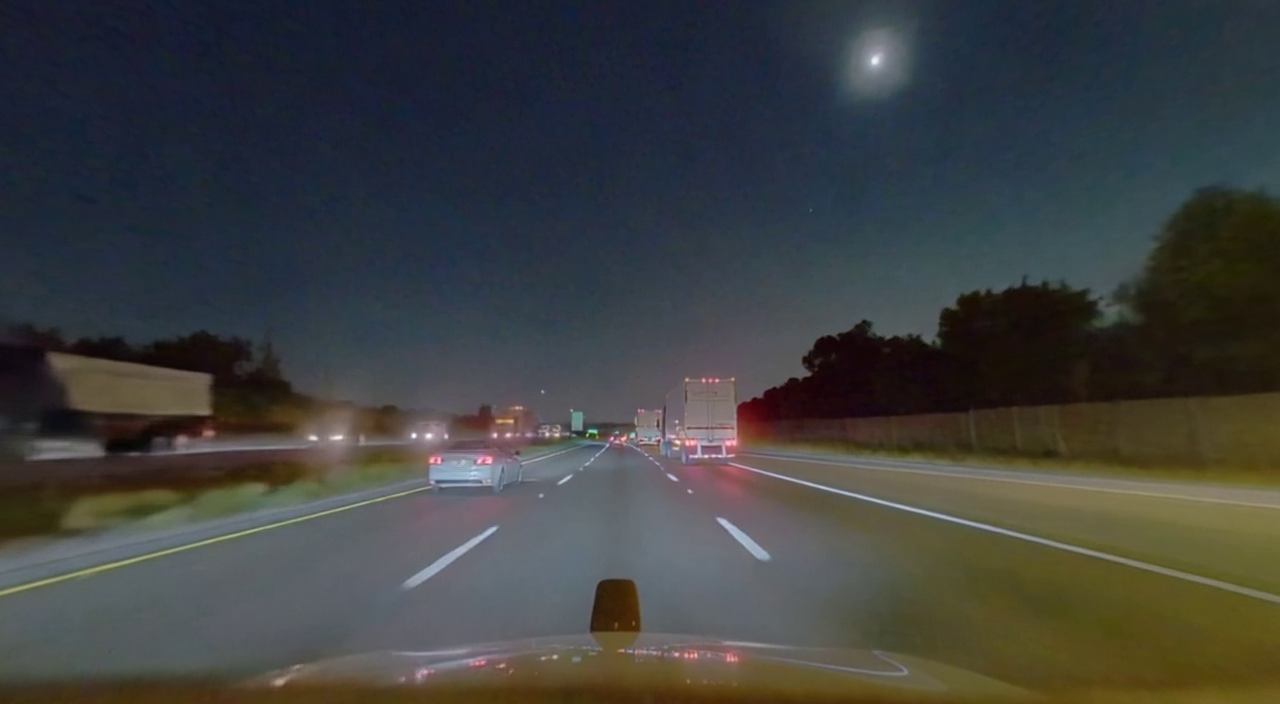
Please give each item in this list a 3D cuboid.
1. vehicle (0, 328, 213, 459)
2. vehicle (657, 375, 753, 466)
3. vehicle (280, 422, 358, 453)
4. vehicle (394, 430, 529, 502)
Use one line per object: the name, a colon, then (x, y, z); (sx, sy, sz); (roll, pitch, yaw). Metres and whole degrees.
vehicle: (-20.092, 1.773, 22.475); (2.903, 3.769, 9.823); (0, -8, -1)
vehicle: (3.072, 4.002, 35.250); (3.241, 4.042, 14.292); (0, -8, -3)
vehicle: (-16.831, 4.522, 33.309); (1.818, 1.476, 4.577); (0, -8, -1)
vehicle: (-4.028, 2.621, 15.075); (1.971, 1.444, 4.401); (0, -8, -1)
